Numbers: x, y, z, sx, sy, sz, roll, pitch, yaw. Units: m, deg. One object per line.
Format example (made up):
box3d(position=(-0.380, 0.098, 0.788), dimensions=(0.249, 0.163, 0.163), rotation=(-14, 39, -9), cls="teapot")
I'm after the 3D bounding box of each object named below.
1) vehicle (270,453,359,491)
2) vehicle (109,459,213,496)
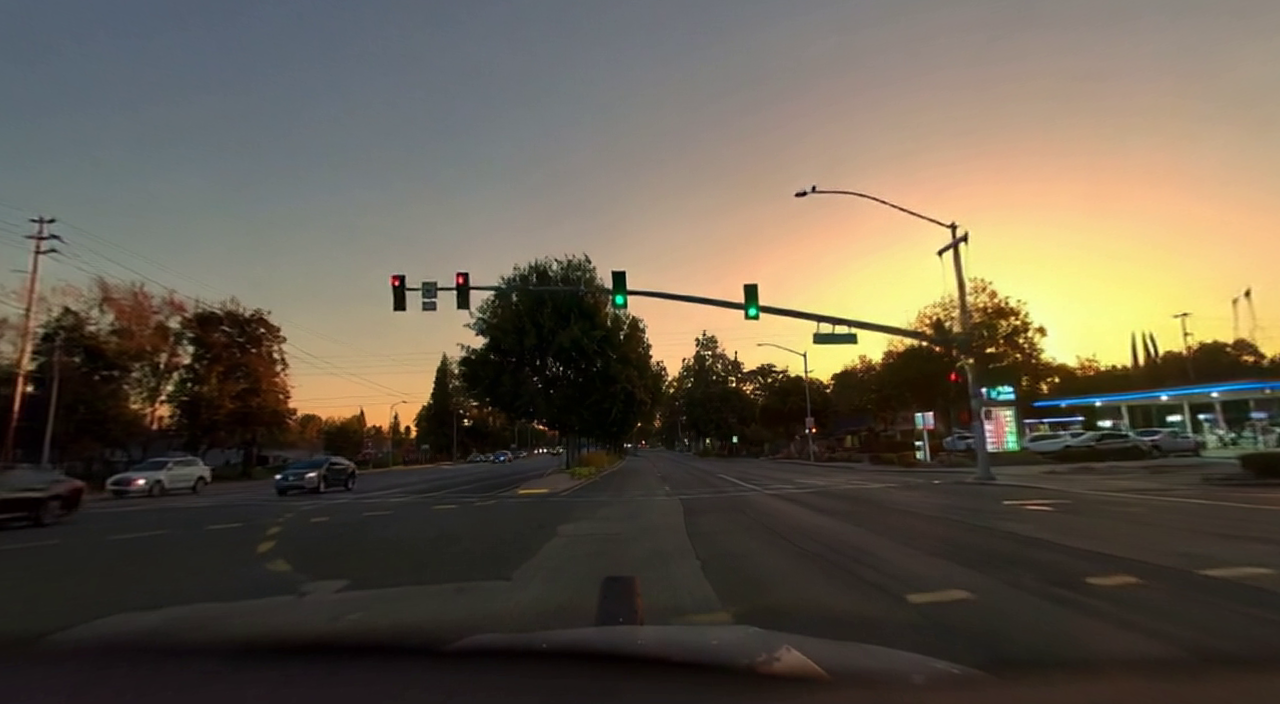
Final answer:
box3d(position=(-15.410, 5.664, 30.183), dimensions=(2.053, 1.598, 4.336), rotation=(0, -9, -2), cls="vehicle")
box3d(position=(-24.956, 6.547, 33.178), dimensions=(2.098, 1.684, 4.388), rotation=(0, -9, -2), cls="vehicle")
